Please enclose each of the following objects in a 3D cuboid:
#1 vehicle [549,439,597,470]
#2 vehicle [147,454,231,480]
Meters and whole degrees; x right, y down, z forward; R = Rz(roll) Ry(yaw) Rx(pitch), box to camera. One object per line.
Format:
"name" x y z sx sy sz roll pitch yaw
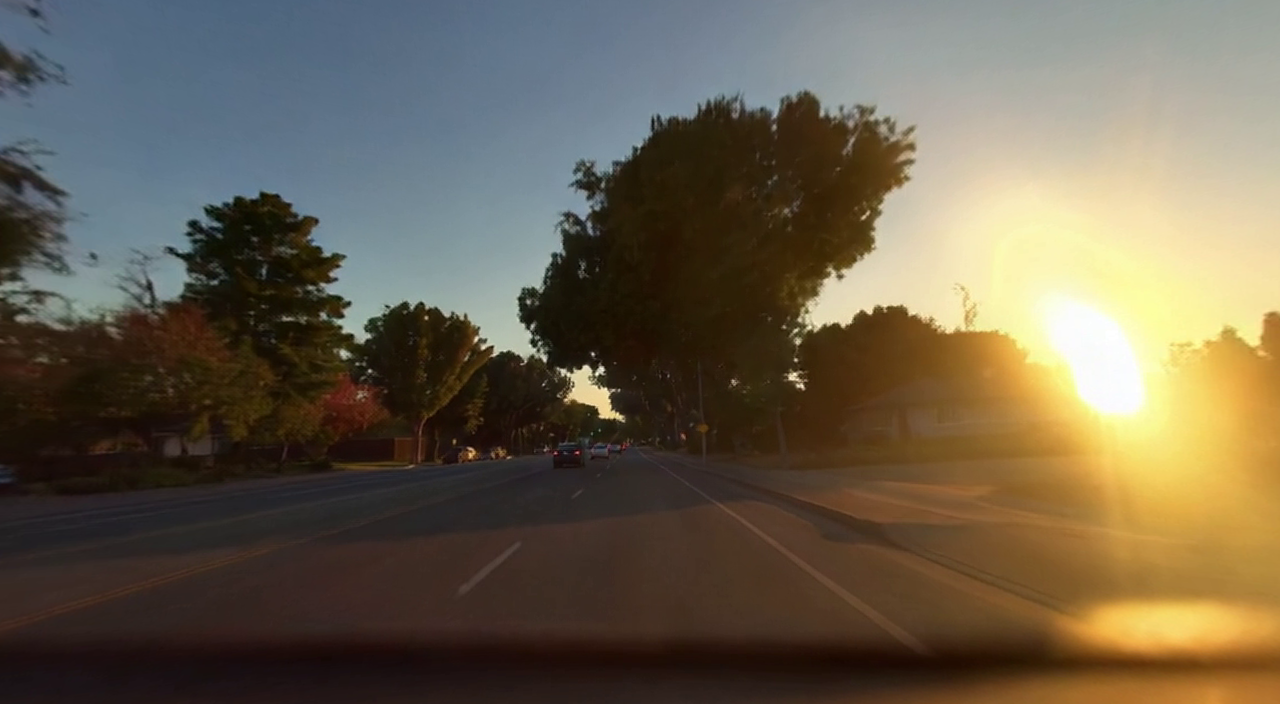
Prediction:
"vehicle" -3.379 5.272 32.719 2.030 1.467 4.251 0 -8 0
"vehicle" -28.696 7.292 40.252 3.814 1.512 1.948 0 -8 2
